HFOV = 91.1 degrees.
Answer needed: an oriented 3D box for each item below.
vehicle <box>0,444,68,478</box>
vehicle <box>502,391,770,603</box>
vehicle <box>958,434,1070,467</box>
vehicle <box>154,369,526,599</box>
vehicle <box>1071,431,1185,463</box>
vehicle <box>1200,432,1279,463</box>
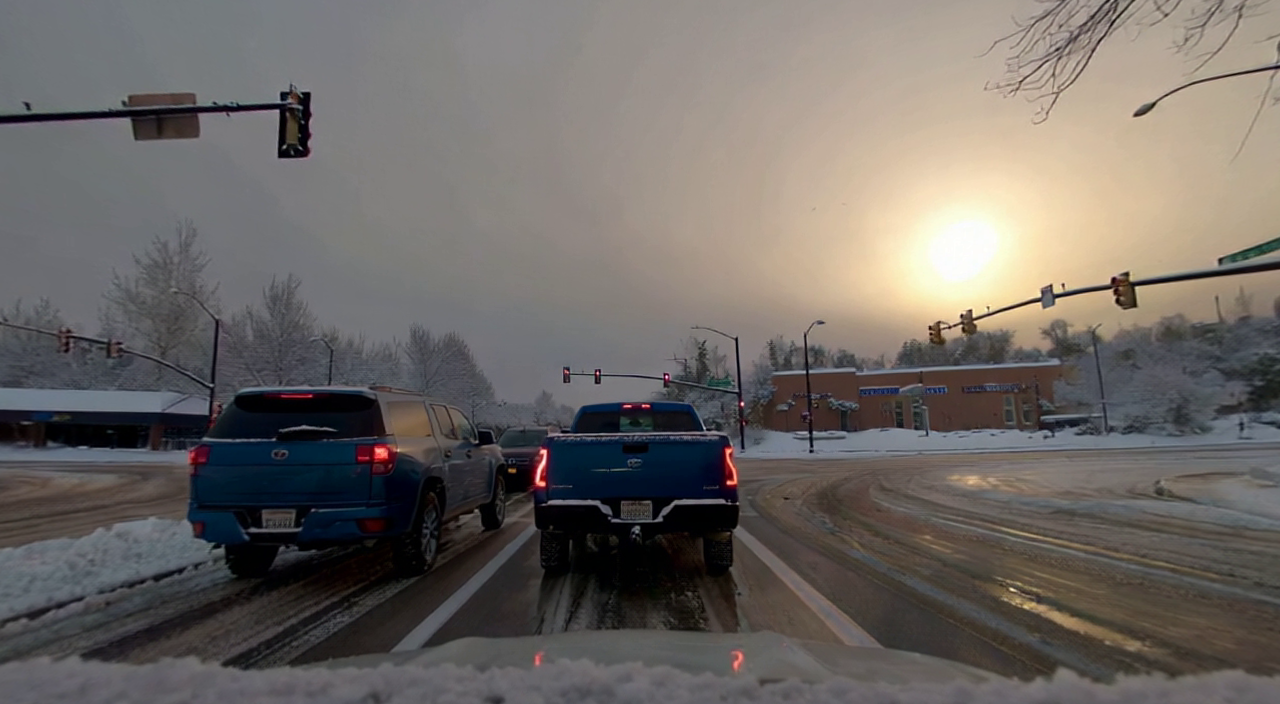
[{"bbox_3d":[-32.166,5.477,31.689,4.406,1.682,2.040,0,-8,-2],"label":"vehicle"},{"bbox_3d":[-0.058,1.533,7.590,2.204,1.738,4.690,0,-8,-1],"label":"vehicle"},{"bbox_3d":[19.315,5.105,32.580,4.624,1.601,1.871,0,-8,-3],"label":"vehicle"},{"bbox_3d":[-2.967,1.457,7.788,2.220,1.926,4.870,0,-8,-1],"label":"vehicle"},{"bbox_3d":[27.943,5.455,36.032,4.849,1.759,2.041,0,-8,-2],"label":"vehicle"},{"bbox_3d":[35.909,5.551,36.488,4.714,1.754,2.041,0,-8,-2],"label":"vehicle"}]
